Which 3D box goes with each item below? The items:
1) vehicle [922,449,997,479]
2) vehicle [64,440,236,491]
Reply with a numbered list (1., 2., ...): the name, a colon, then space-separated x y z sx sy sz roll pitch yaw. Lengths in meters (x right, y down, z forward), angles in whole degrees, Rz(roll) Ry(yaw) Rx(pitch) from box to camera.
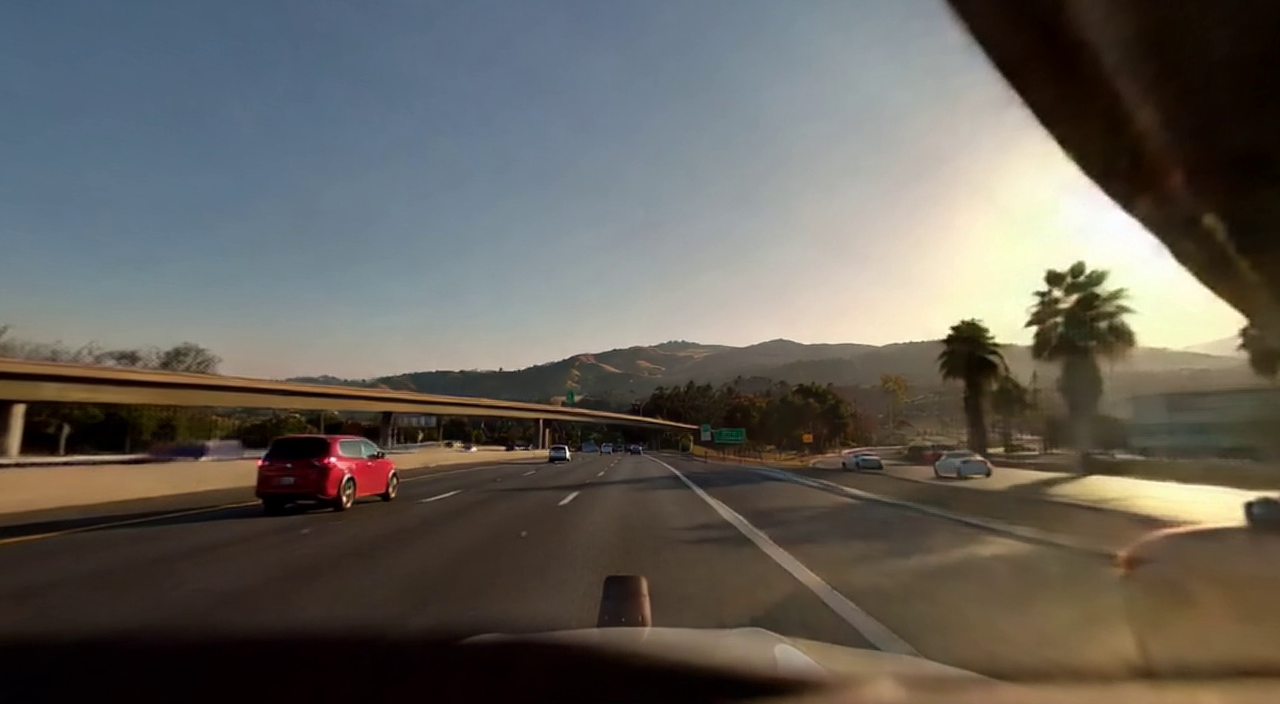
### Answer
1. vehicle: 19.486 6.827 38.549 2.294 1.737 4.708 -1 -9 3
2. vehicle: -16.068 3.726 20.997 1.952 1.479 4.689 0 -9 0
